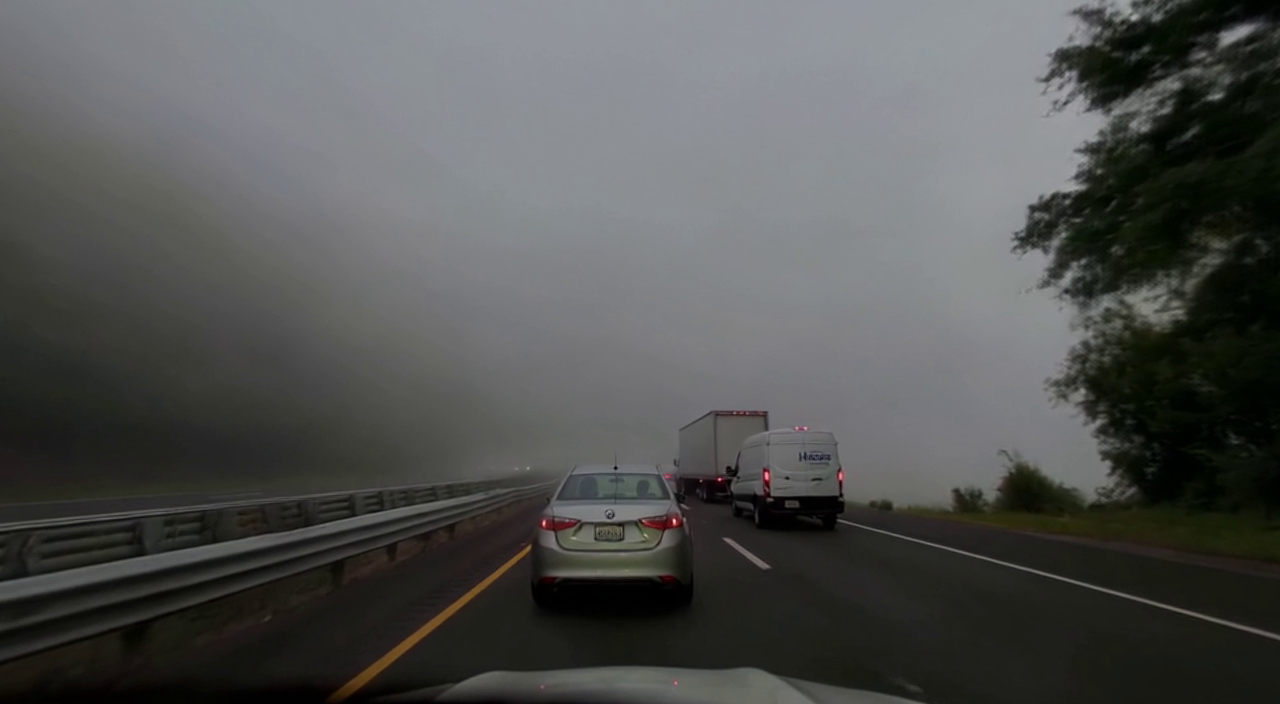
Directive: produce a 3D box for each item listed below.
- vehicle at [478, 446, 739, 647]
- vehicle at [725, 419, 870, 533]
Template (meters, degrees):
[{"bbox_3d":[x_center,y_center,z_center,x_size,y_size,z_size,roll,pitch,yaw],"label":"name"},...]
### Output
[{"bbox_3d":[-0.264,1.813,6.596,1.980,1.493,3.410,1,-11,-1],"label":"vehicle"},{"bbox_3d":[3.934,3.310,17.017,2.328,2.537,5.290,1,-11,-2],"label":"vehicle"}]
